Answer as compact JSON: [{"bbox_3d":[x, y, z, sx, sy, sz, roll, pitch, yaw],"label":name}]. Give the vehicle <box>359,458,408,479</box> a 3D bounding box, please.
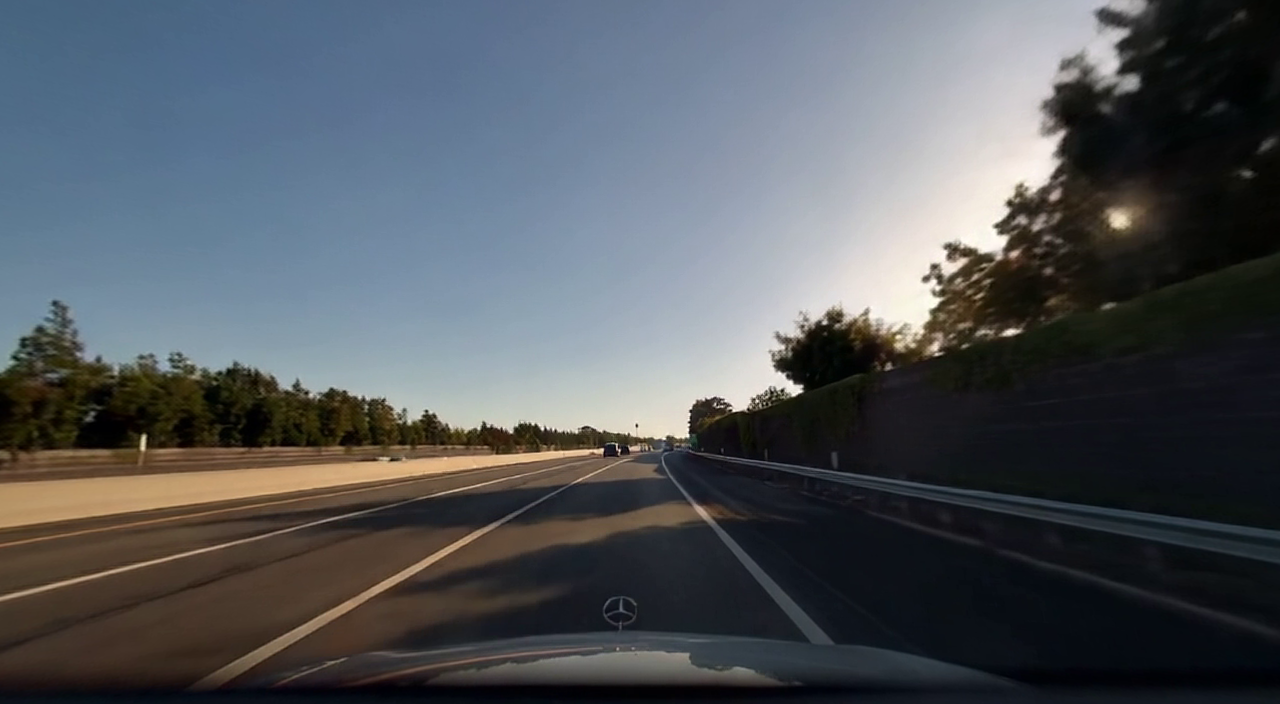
[{"bbox_3d":[-20.046,9.072,49.155,1.900,1.506,4.258,0,-9,1],"label":"vehicle"}]
